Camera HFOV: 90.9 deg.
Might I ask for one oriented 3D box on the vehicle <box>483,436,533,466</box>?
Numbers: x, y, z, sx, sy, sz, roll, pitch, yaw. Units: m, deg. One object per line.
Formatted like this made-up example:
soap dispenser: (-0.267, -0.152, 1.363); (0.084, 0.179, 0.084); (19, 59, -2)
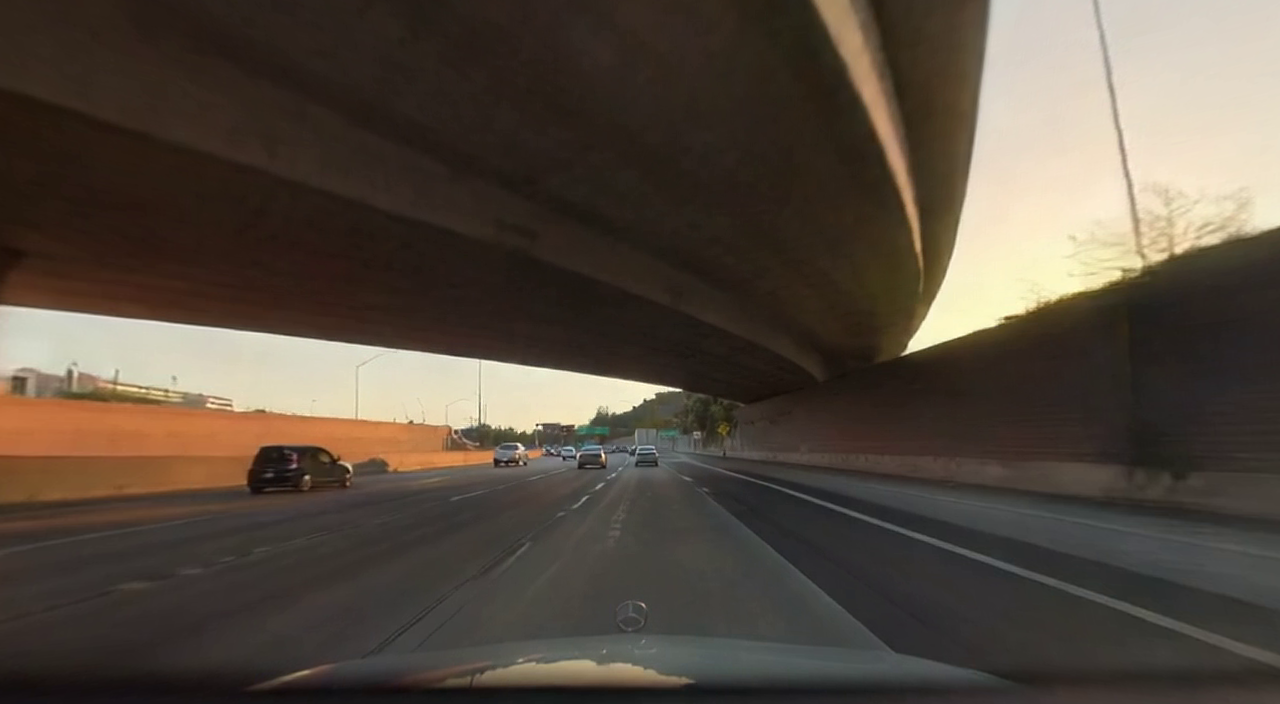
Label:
vehicle: (-9.674, 7.306, 46.808); (2.339, 2.018, 5.790); (-1, -8, 1)

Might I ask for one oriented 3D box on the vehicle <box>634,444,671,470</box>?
vehicle: (0.739, 6.381, 38.571); (2.073, 1.480, 4.343); (0, -8, 0)

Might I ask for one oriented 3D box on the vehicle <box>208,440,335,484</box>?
vehicle: (-13.677, 4.078, 23.821); (1.952, 1.469, 4.639); (0, -8, 1)

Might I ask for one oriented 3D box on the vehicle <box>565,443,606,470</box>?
vehicle: (-3.185, 6.239, 37.795); (2.056, 1.480, 4.022); (0, -8, 1)
